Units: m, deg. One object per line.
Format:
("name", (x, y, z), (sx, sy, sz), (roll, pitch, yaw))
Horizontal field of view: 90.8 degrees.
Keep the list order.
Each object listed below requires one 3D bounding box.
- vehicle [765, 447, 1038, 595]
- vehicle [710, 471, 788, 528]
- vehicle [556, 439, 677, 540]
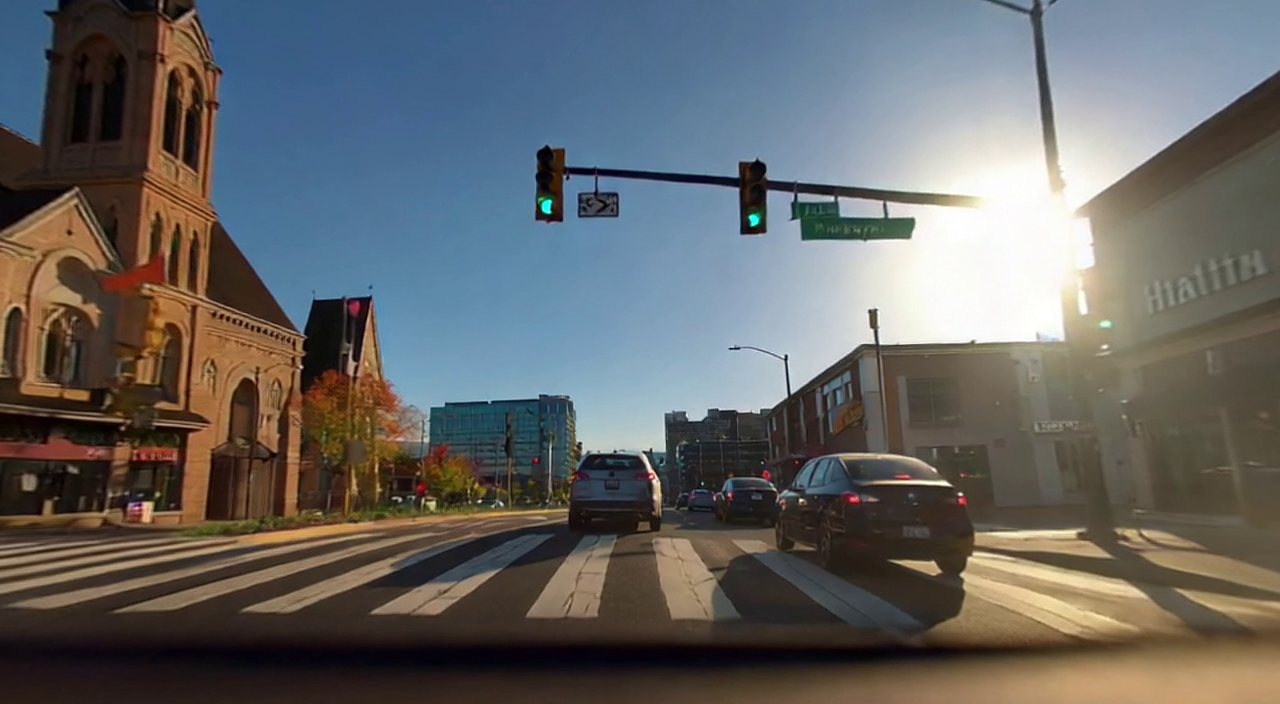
("vehicle", (3.152, 2.091, 8.818), (1.883, 1.472, 4.471), (0, -8, 0))
("vehicle", (3.461, 4.750, 20.766), (1.890, 1.491, 4.166), (0, -8, 1))
("vehicle", (-0.436, 2.774, 13.461), (2.168, 1.776, 4.135), (0, -8, 0))
